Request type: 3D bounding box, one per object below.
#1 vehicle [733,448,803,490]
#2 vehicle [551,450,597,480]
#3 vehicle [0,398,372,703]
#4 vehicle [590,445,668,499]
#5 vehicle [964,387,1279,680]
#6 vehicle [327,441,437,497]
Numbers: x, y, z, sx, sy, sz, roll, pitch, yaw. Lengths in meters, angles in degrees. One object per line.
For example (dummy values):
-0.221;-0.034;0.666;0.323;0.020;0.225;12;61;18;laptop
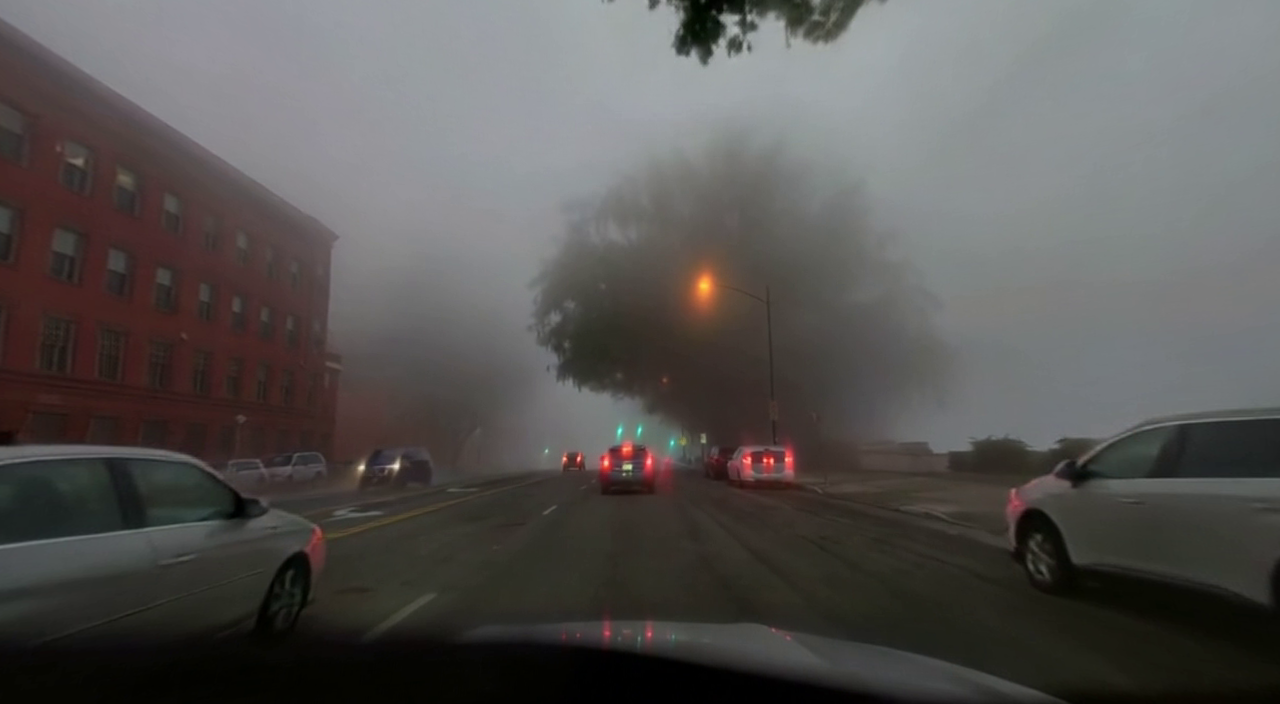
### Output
4.967;4.579;25.043;1.832;1.491;4.054;1;-9;-2;vehicle
-3.575;6.209;34.915;1.972;1.560;4.066;0;-9;2;vehicle
-3.437;1.082;3.277;1.934;1.548;4.635;0;-9;1;vehicle
-0.330;3.761;20.193;2.230;1.518;4.113;0;-9;-1;vehicle
4.855;1.232;4.704;2.123;1.736;4.795;1;-9;-3;vehicle
-9.625;4.367;24.012;2.152;1.890;4.804;0;-9;0;vehicle
